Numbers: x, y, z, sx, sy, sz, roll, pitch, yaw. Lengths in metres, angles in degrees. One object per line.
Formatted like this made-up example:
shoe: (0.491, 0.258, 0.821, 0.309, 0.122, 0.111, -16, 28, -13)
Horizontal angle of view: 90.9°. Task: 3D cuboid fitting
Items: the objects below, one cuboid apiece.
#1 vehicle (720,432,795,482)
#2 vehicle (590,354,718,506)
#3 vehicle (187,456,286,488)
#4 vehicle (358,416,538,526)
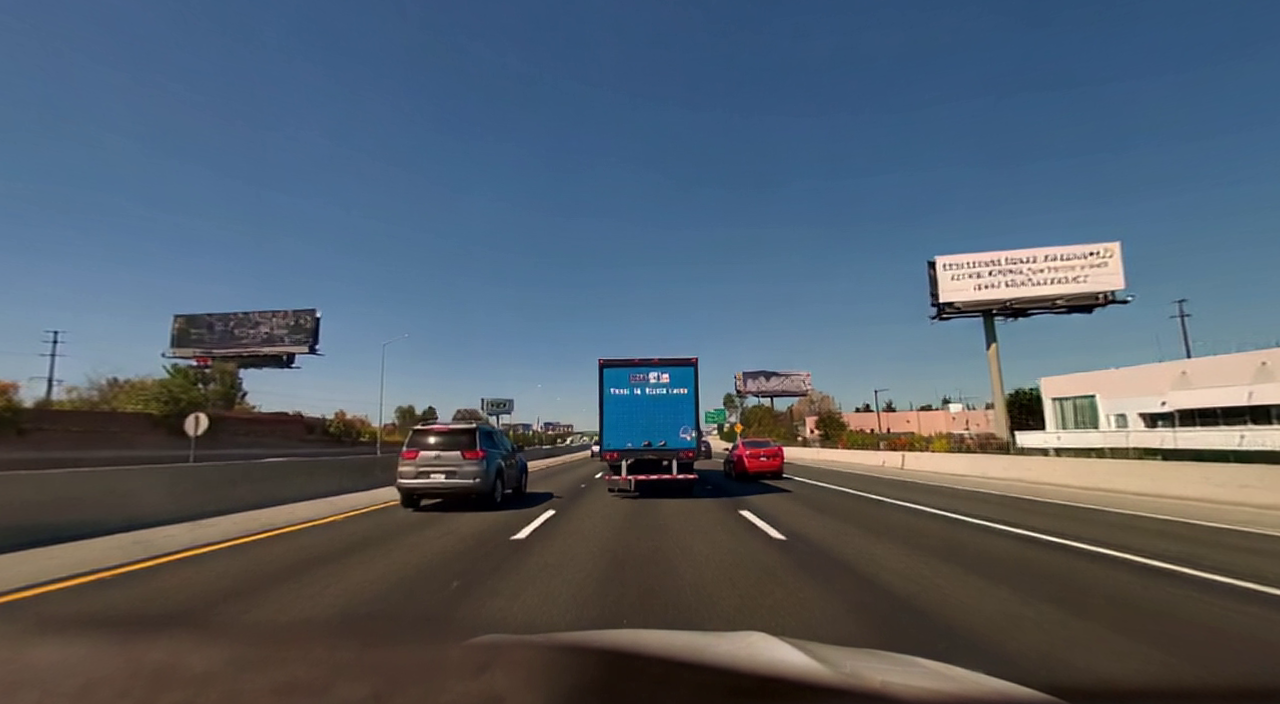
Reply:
vehicle: (4.310, 3.917, 23.815, 1.986, 1.718, 4.296, 0, -8, 0)
vehicle: (0.373, 2.279, 17.963, 2.733, 3.296, 8.571, 0, -8, 1)
vehicle: (-21.756, 6.476, 34.284, 1.915, 1.492, 4.664, -1, -8, 7)
vehicle: (-3.558, 2.286, 12.722, 2.133, 1.808, 4.349, 0, -8, 2)
